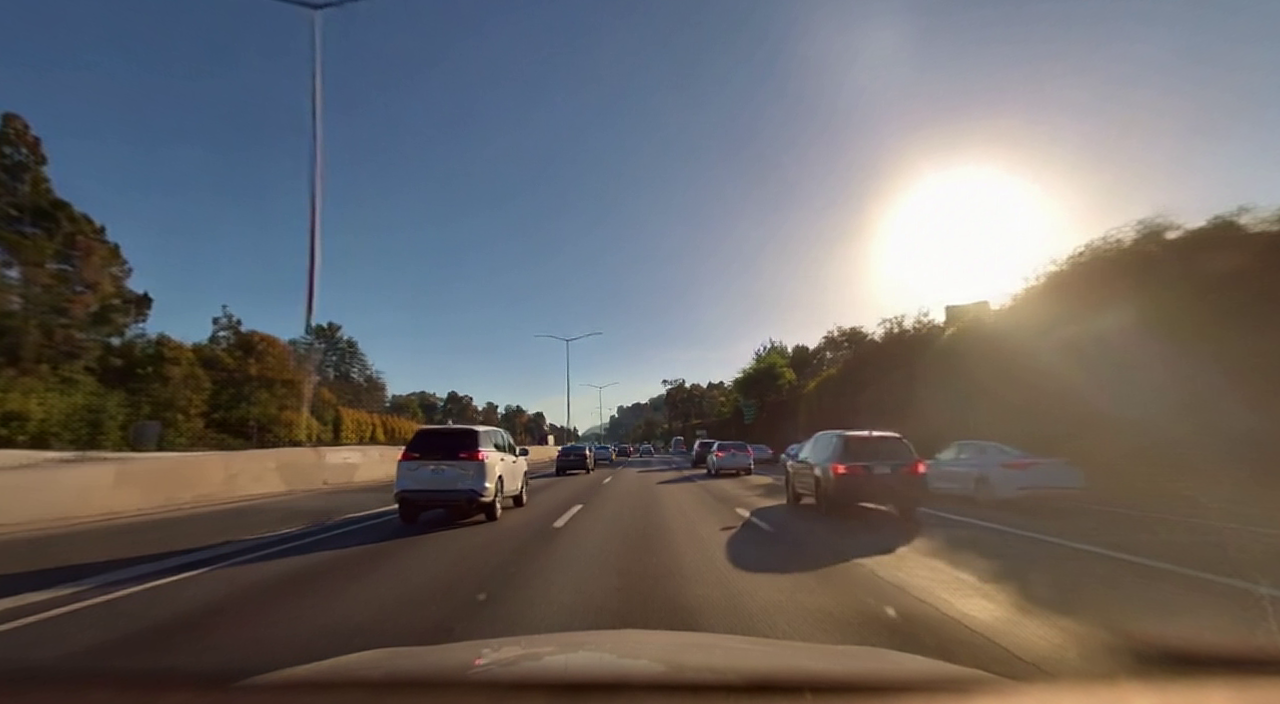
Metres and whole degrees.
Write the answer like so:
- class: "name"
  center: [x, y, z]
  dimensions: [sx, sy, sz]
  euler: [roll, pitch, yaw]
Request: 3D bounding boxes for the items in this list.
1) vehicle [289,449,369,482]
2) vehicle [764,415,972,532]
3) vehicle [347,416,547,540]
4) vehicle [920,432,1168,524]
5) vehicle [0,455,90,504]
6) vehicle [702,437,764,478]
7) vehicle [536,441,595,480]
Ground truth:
- class: "vehicle"
  center: [-15.829, 5.762, 32.366]
  dimensions: [1.801, 1.551, 4.440]
  euler: [-1, -8, 1]
- class: "vehicle"
  center: [3.976, 2.217, 12.122]
  dimensions: [2.144, 1.752, 4.765]
  euler: [0, -8, -1]
- class: "vehicle"
  center: [-3.160, 2.179, 11.588]
  dimensions: [2.139, 1.764, 4.707]
  euler: [-1, -8, 1]
- class: "vehicle"
  center: [7.599, 2.392, 12.594]
  dimensions: [1.904, 1.473, 4.598]
  euler: [0, -8, 0]
- class: "vehicle"
  center: [-23.649, 4.747, 23.593]
  dimensions: [1.957, 1.682, 4.535]
  euler: [-1, -8, 1]
- class: "vehicle"
  center: [4.118, 4.739, 28.627]
  dimensions: [2.023, 1.670, 4.869]
  euler: [0, -8, -1]
- class: "vehicle"
  center: [-3.263, 4.872, 28.614]
  dimensions: [1.974, 1.589, 5.047]
  euler: [-1, -8, 1]
